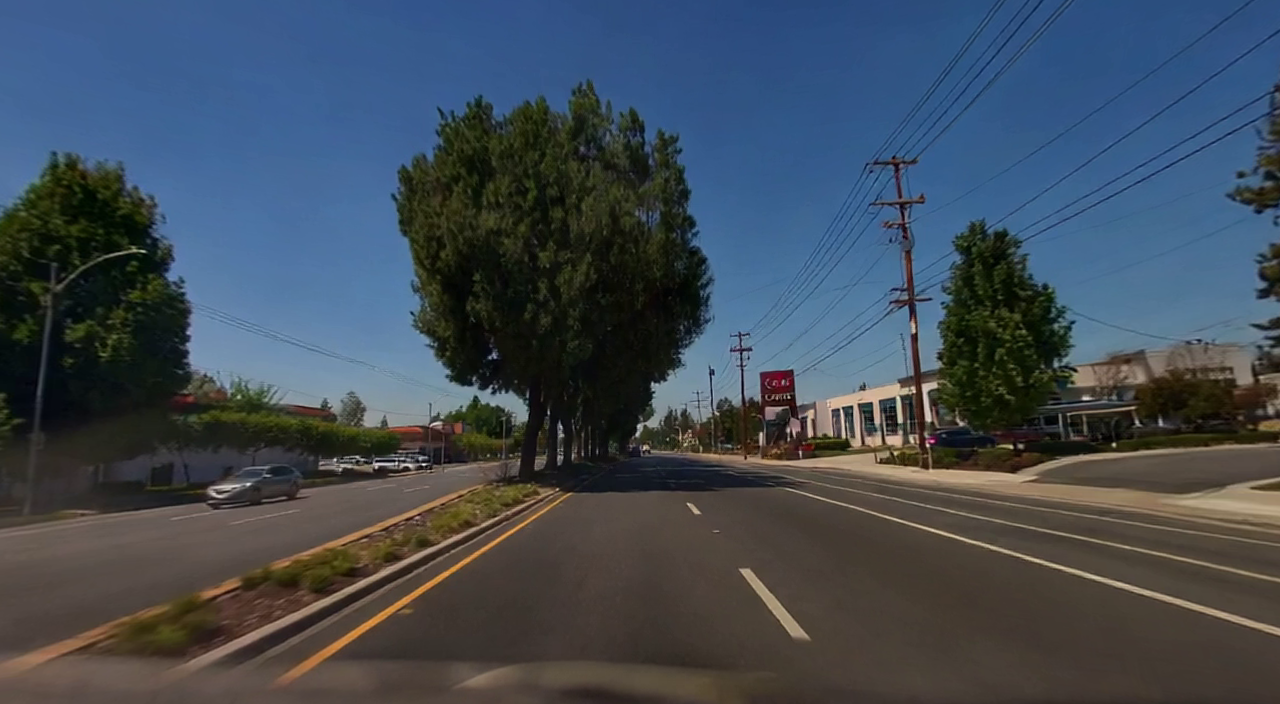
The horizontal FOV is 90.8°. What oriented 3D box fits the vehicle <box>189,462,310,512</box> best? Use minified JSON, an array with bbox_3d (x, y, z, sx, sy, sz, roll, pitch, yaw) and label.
[{"bbox_3d":[-15.415,5.304,25.268,2.012,1.671,4.380,0,-9,0],"label":"vehicle"}]
